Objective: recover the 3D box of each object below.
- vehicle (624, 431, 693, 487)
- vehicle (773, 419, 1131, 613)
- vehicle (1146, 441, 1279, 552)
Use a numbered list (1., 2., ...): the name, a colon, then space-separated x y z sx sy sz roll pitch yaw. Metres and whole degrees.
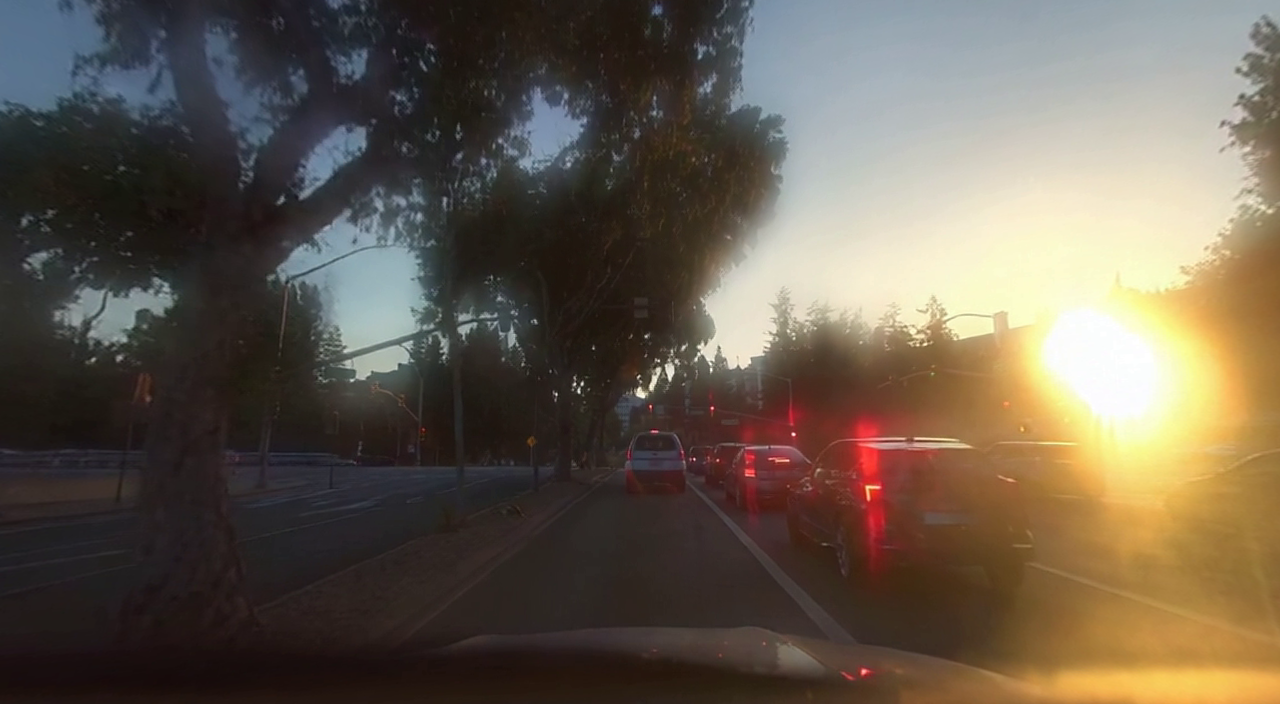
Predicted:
1. vehicle: 0.574 3.823 22.835 2.245 1.800 4.522 0 -8 0
2. vehicle: 3.007 1.646 7.313 2.078 1.578 4.107 0 -8 1
3. vehicle: 9.300 1.887 8.182 1.884 1.422 4.262 0 -8 -1
